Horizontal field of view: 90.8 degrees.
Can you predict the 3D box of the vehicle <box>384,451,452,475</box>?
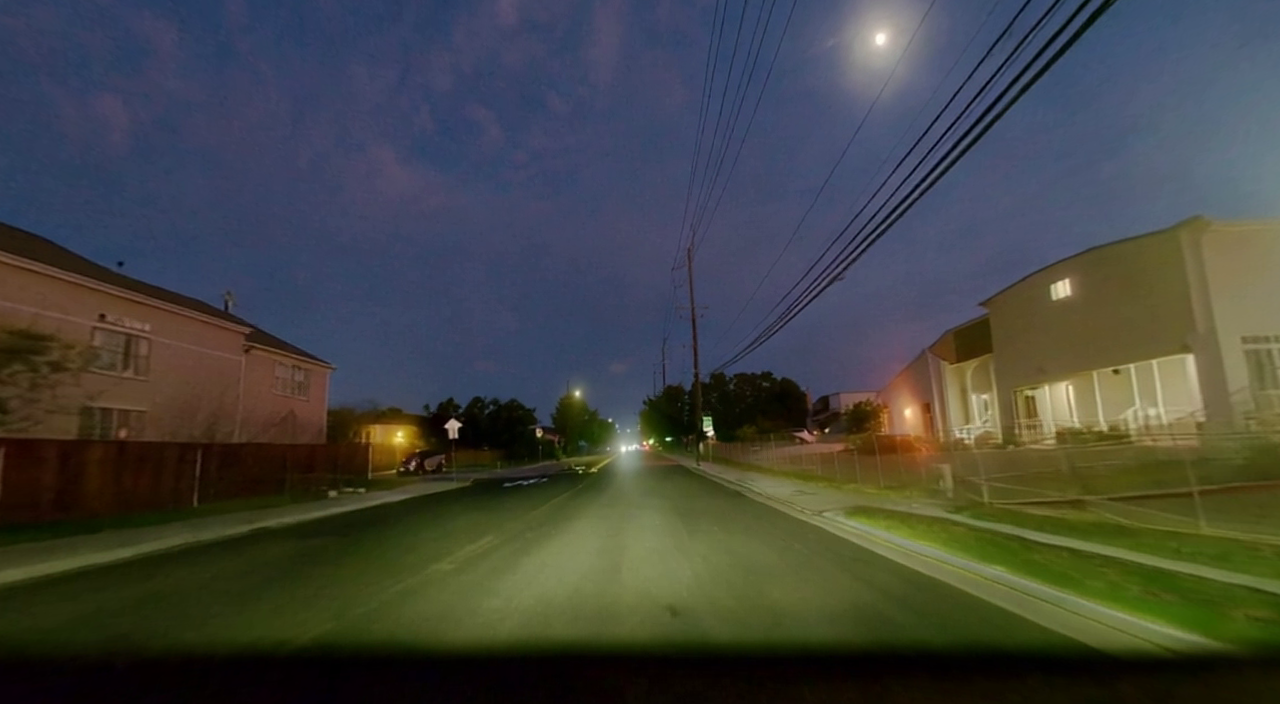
[{"bbox_3d":[-17.129,8.561,49.015,4.556,1.767,2.023,0,-9,-4],"label":"vehicle"}]
